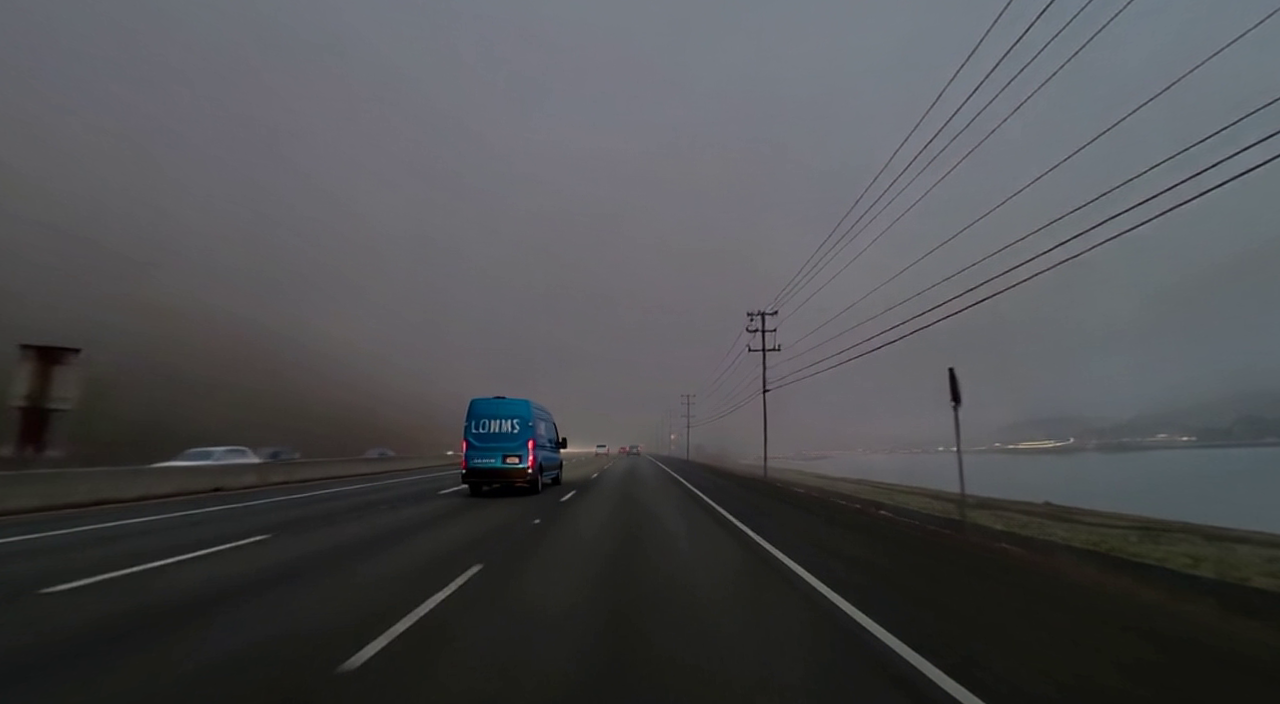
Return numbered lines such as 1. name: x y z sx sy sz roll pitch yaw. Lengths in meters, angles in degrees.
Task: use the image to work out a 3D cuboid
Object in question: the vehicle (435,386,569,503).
1. vehicle: -3.634 2.673 18.306 2.331 2.757 6.581 0 -8 0
